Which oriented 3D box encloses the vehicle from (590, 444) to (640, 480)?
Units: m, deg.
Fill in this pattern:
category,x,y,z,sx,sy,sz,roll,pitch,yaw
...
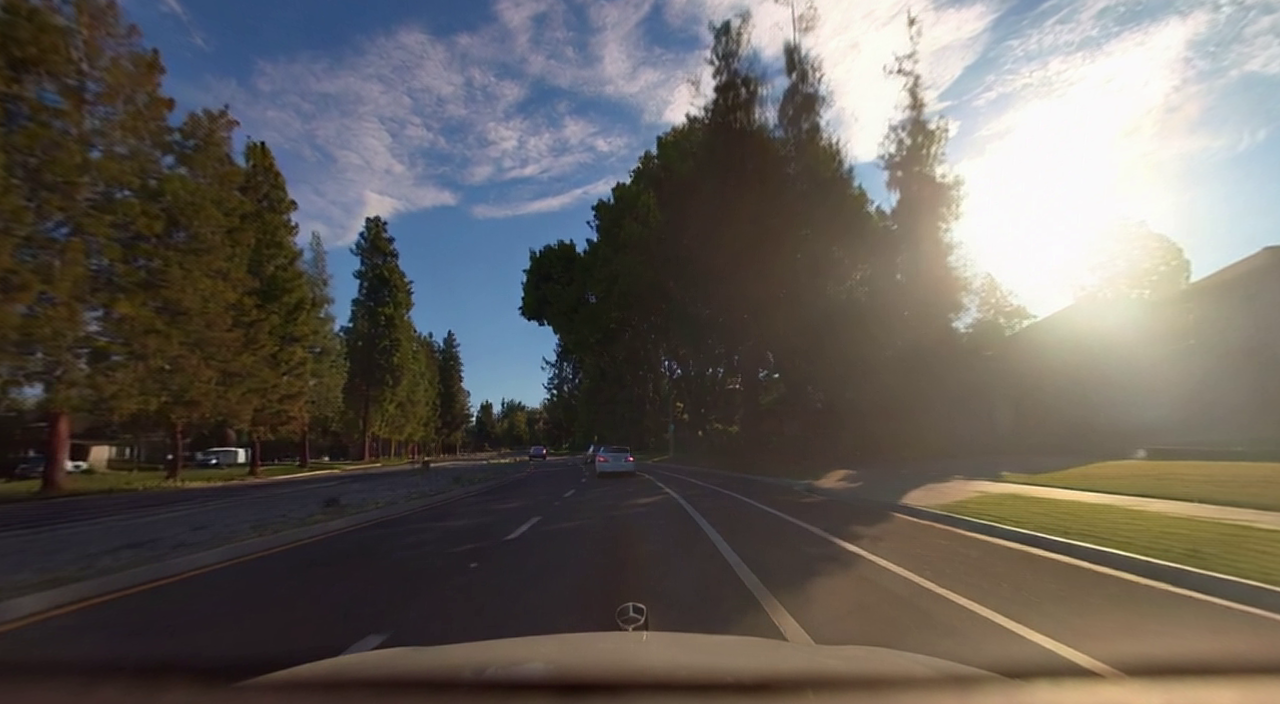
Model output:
category,x,y,z,sx,sy,sz,roll,pitch,yaw
vehicle,-1.187,4.846,28.191,2.009,1.456,4.003,1,-8,-5
